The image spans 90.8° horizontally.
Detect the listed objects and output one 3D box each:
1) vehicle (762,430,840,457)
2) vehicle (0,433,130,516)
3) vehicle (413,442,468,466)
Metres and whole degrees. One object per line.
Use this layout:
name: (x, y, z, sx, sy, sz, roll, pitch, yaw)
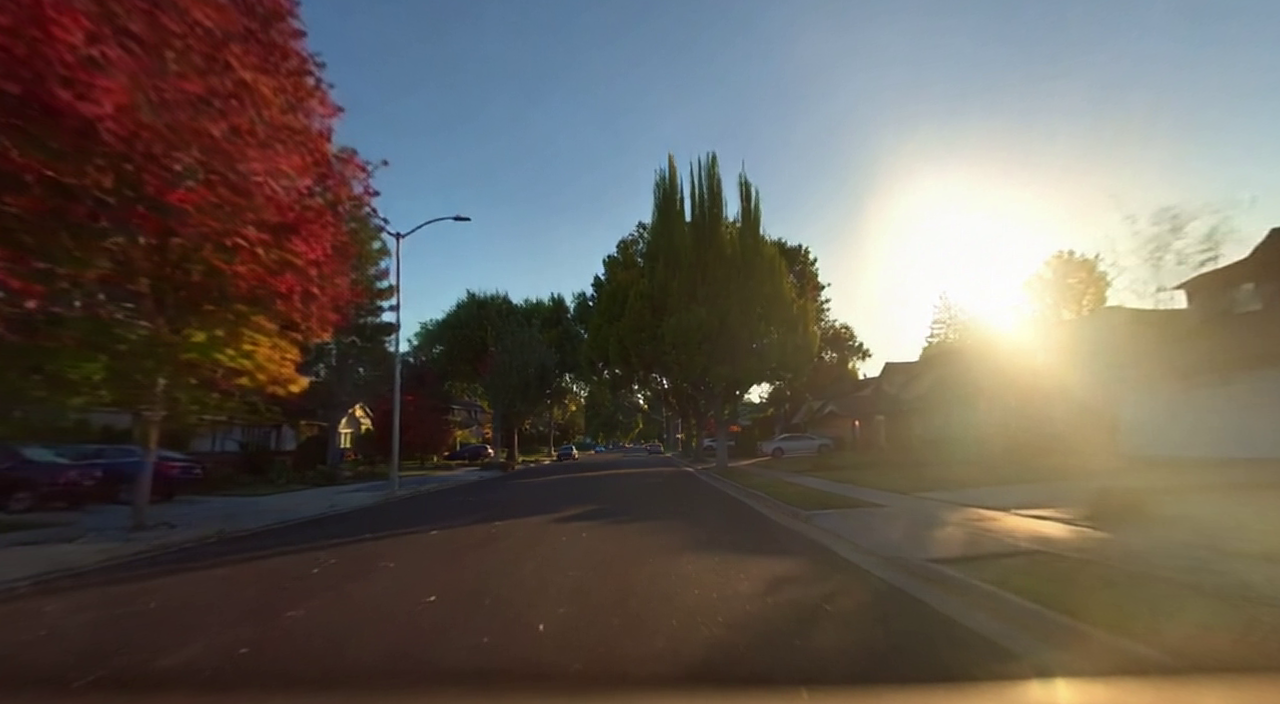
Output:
vehicle: (10.395, 5.961, 41.112, 4.582, 1.680, 2.223, 0, -8, 4)
vehicle: (-15.107, 2.745, 14.554, 4.830, 1.725, 2.116, 0, -8, 1)
vehicle: (-14.221, 7.286, 45.347, 1.982, 1.596, 3.988, -1, -9, 13)
